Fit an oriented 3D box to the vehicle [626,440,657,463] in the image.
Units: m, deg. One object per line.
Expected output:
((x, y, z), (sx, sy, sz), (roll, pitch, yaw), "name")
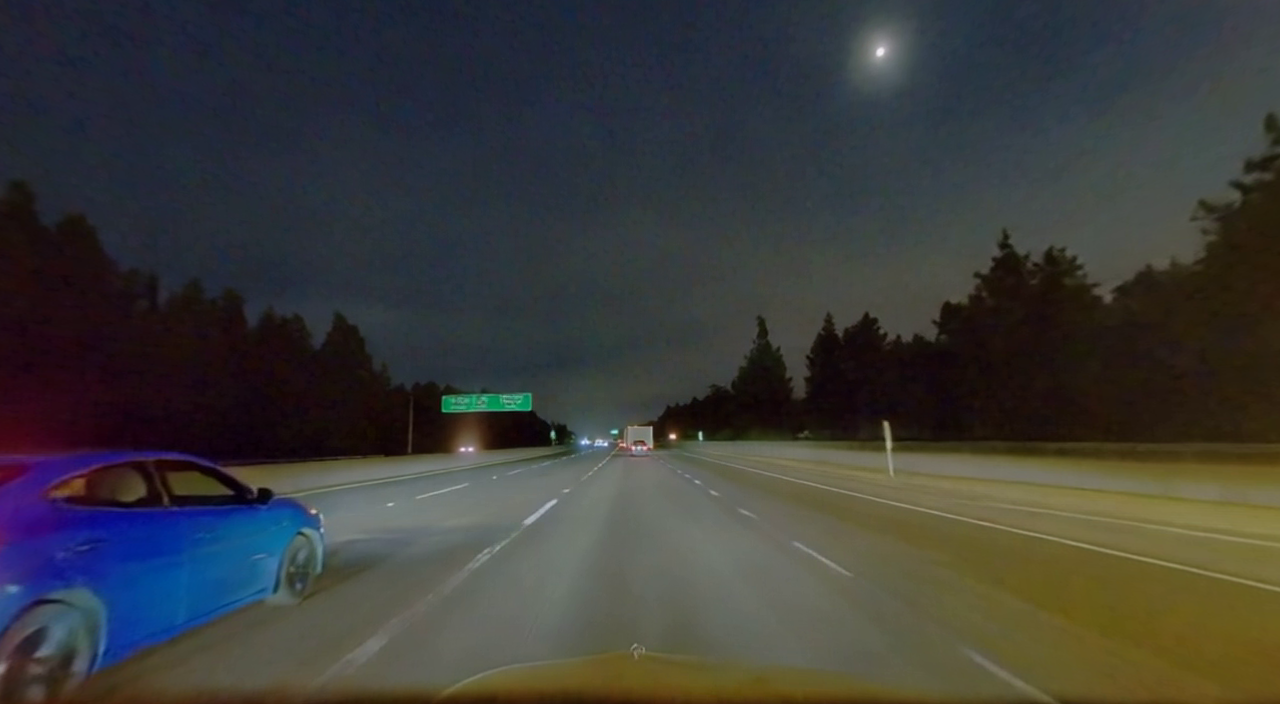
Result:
((0.056, 6.714, 42.675), (2.028, 1.440, 3.690), (0, -8, -1), "vehicle")
